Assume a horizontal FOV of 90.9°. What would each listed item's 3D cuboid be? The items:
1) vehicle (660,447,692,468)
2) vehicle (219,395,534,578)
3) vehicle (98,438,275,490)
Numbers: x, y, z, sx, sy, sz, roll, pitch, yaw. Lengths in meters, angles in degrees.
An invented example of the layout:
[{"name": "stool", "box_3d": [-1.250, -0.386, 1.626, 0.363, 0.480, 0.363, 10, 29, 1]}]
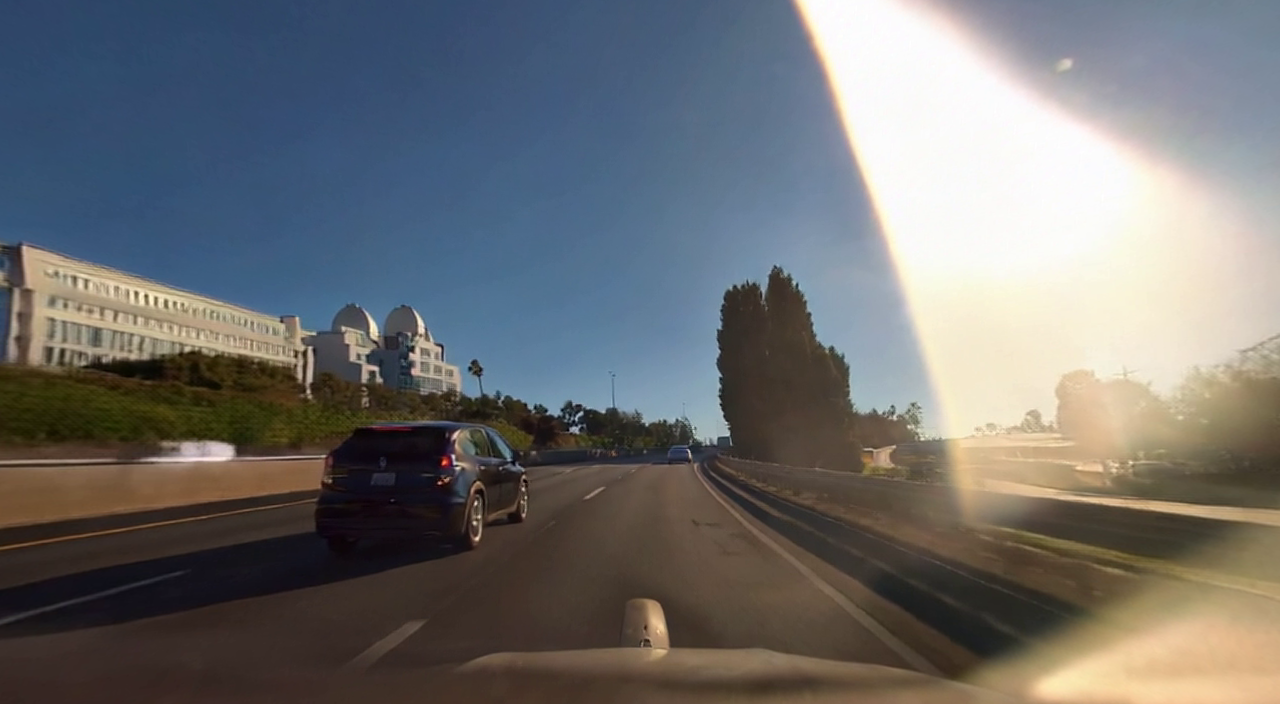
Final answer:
[{"name": "vehicle", "box_3d": [2.542, 7.444, 44.658, 2.158, 1.458, 3.656, 0, -9, 3]}, {"name": "vehicle", "box_3d": [-3.064, 1.718, 8.834, 2.185, 1.823, 4.854, 0, -9, 1]}, {"name": "vehicle", "box_3d": [-16.628, 4.138, 23.656, 2.275, 1.685, 5.624, 0, -9, 2]}]
